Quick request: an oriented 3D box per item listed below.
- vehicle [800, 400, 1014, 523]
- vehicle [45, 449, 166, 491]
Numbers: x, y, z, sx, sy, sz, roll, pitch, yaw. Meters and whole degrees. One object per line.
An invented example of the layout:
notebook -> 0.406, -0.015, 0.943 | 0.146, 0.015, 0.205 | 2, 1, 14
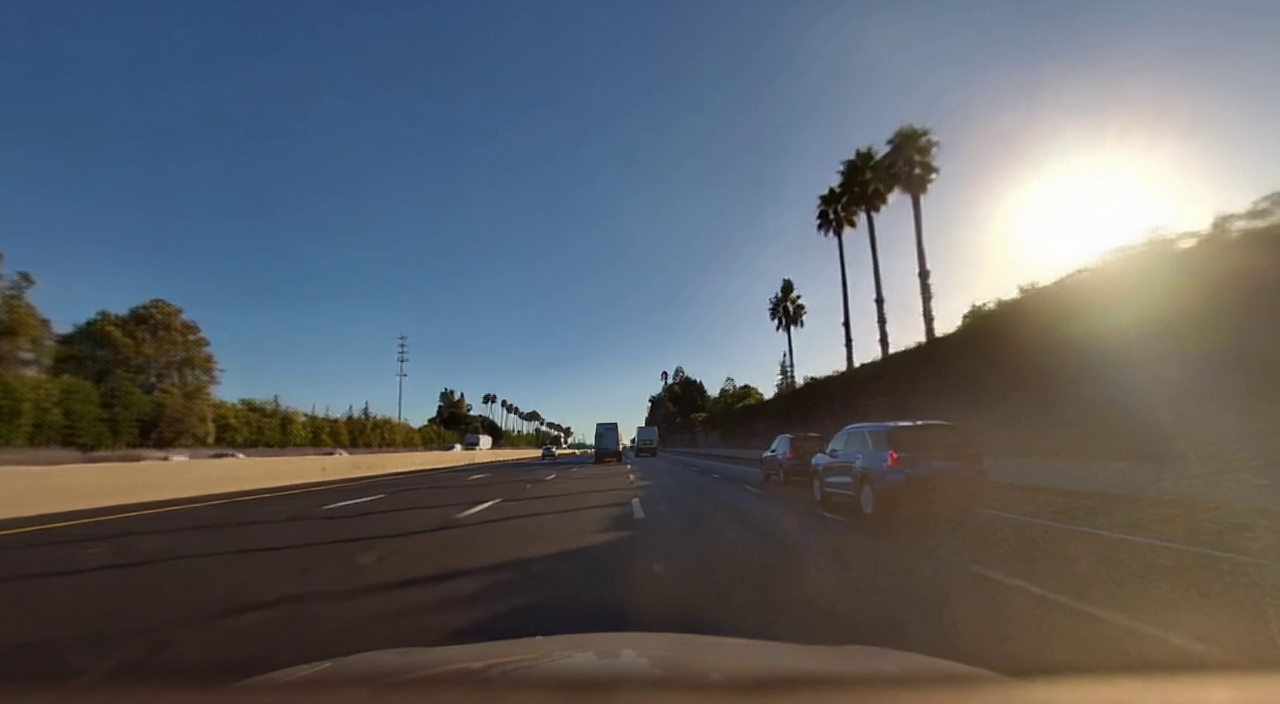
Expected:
vehicle -> 5.500, 2.341, 14.042 | 2.408, 2.210, 4.999 | 0, -8, -2
vehicle -> -19.712, 4.346, 23.450 | 1.499, 1.379, 3.398 | 0, -8, -1
